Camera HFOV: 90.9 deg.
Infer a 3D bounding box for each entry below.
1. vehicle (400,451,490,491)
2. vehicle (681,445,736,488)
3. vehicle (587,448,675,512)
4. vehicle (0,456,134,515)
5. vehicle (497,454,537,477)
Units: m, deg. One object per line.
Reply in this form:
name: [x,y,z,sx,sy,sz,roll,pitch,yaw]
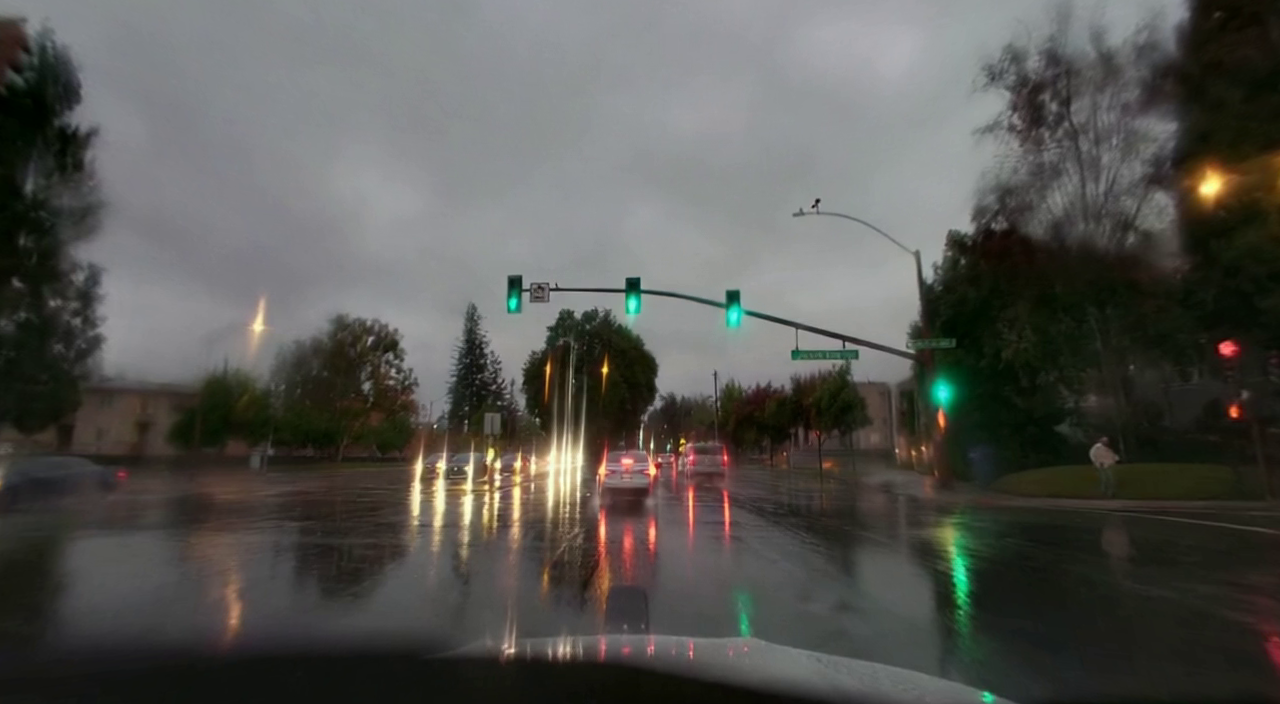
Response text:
vehicle: [-8.153,5.026,26.891,2.121,1.513,4.832,0,-9,2]
vehicle: [3.135,5.335,29.861,2.073,1.822,4.276,0,-8,-1]
vehicle: [-0.203,3.433,17.428,2.140,1.474,4.026,0,-8,1]
vehicle: [-18.238,3.952,19.074,1.902,1.475,4.731,0,-8,0]
vehicle: [-8.751,8.089,45.254,2.035,1.463,4.527,0,-8,0]
